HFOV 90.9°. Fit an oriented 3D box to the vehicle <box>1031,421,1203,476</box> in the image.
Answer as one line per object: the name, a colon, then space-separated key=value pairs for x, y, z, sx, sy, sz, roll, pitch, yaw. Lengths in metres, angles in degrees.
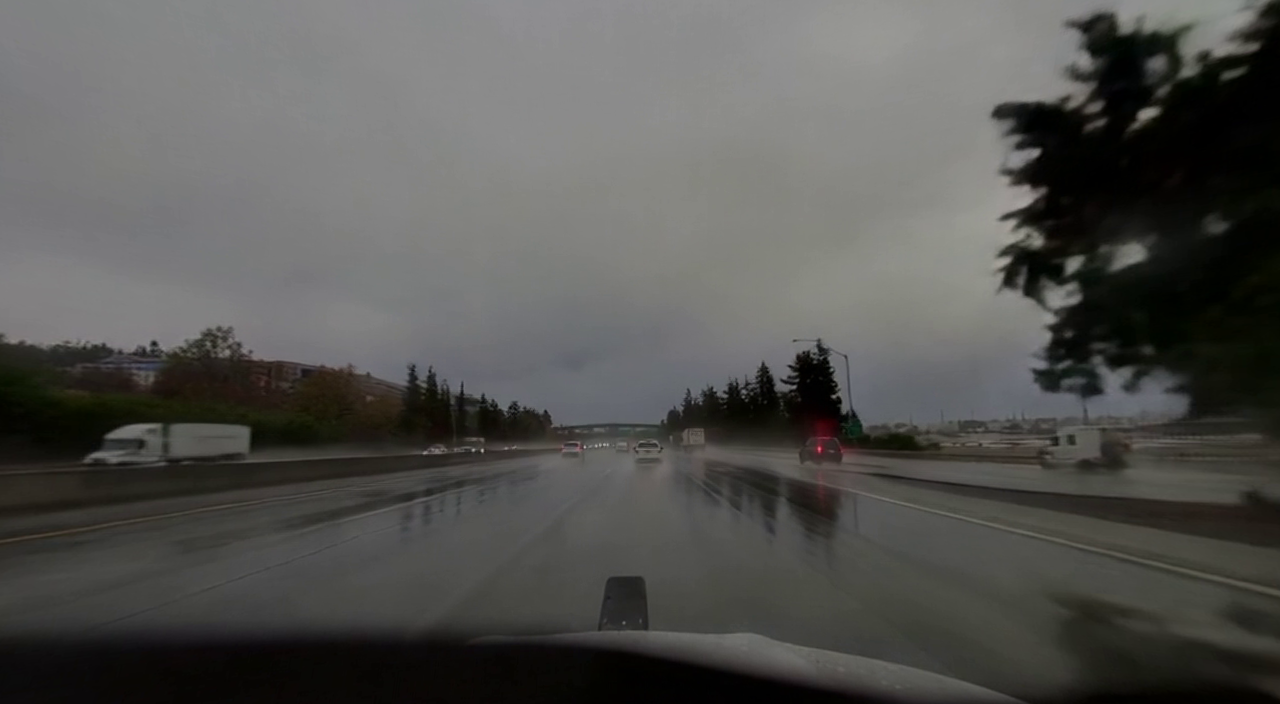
vehicle: x=19.056 y=3.914 z=25.716 sx=2.304 sy=1.951 sz=5.719 roll=0 pitch=-8 yaw=-3

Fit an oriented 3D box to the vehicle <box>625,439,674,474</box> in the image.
vehicle: x=0.411 y=4.846 z=29.499 sx=2.112 sy=1.482 sz=4.082 roll=0 pitch=-8 yaw=0

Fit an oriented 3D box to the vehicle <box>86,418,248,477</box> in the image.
vehicle: x=-32.690 y=6.697 z=44.542 sx=2.970 sy=3.609 sz=10.813 roll=0 pitch=-8 yaw=1

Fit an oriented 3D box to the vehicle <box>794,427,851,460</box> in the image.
vehicle: x=14.132 y=7.160 z=49.296 sx=2.336 sy=2.415 sz=6.056 roll=0 pitch=-8 yaw=-4
